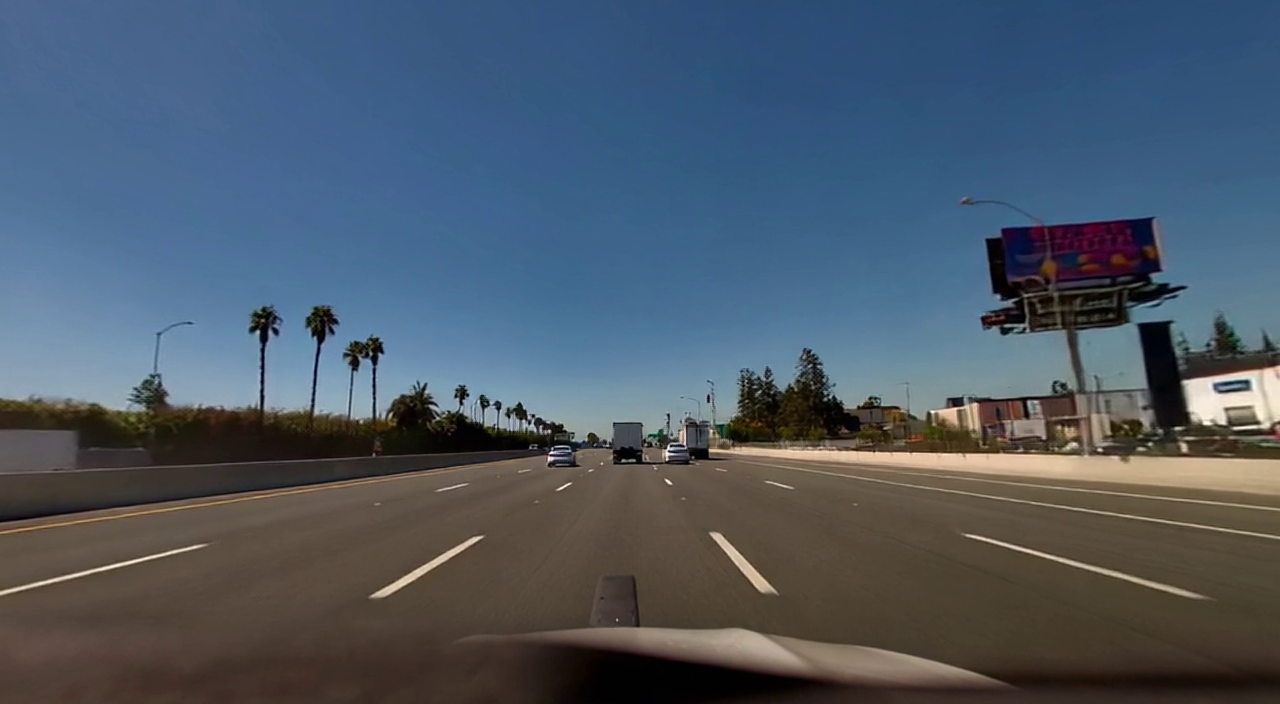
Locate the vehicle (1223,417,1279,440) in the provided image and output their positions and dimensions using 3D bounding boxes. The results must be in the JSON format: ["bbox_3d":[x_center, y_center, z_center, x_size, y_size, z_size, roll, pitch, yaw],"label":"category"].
[{"bbox_3d":[46.134,5.747,46.928,1.731,1.599,3.847,1,-8,-5],"label":"vehicle"}]

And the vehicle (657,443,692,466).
[{"bbox_3d":[2.518,7.572,47.043,2.175,1.598,4.584,0,-8,-3],"label":"vehicle"}]

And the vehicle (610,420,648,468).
[{"bbox_3d":[-0.730,6.209,42.675,2.364,2.953,6.495,0,-8,-1],"label":"vehicle"}]

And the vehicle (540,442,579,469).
[{"bbox_3d":[-5.152,6.685,40.928,2.021,1.598,4.887,0,-8,-1],"label":"vehicle"}]
